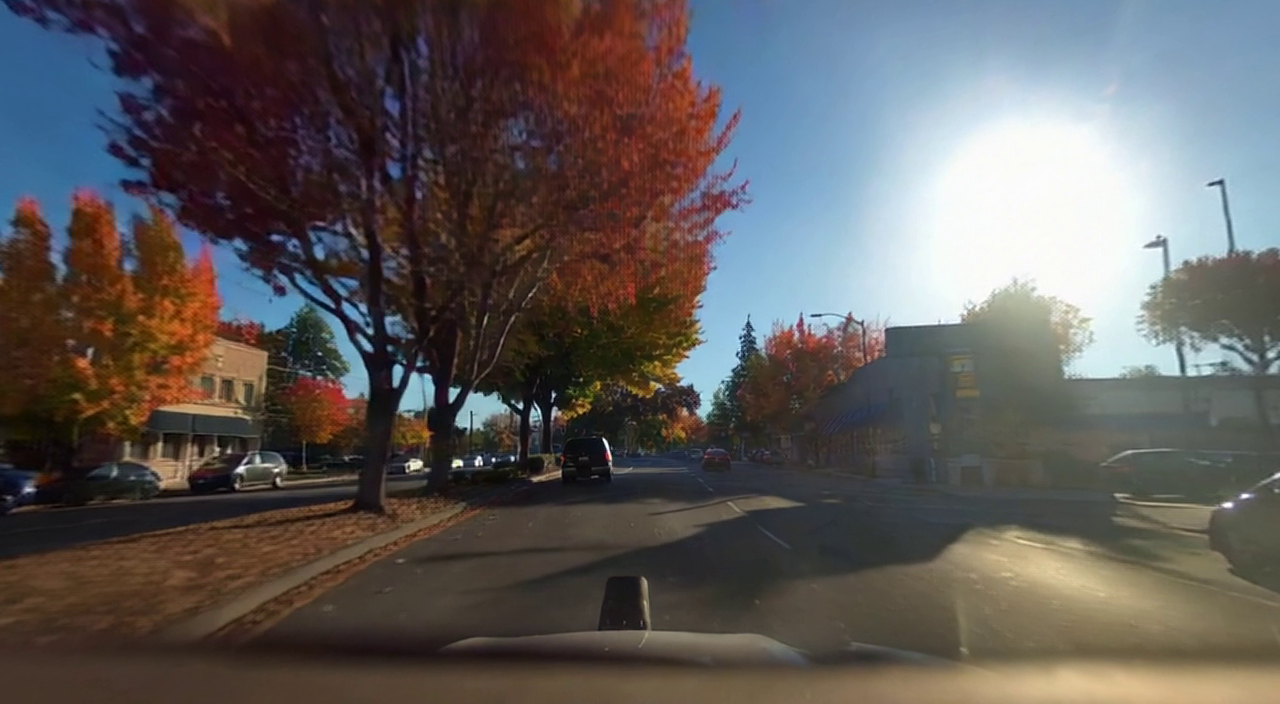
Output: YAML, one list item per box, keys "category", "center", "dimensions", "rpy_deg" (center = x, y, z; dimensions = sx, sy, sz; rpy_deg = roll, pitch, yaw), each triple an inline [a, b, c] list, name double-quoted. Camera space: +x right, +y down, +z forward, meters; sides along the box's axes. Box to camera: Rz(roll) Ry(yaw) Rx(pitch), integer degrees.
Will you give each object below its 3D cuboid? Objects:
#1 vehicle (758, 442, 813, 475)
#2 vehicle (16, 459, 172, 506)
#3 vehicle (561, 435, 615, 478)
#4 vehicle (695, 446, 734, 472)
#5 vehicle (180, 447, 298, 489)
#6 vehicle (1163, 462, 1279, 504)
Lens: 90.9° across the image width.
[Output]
- category: "vehicle"
  center: [8.086, 5.937, 35.475]
  dimensions: [2.040, 1.738, 4.414]
  rpy_deg: [0, -8, 0]
- category: "vehicle"
  center: [-18.841, 4.489, 22.056]
  dimensions: [1.737, 1.349, 4.014]
  rpy_deg: [0, -8, 3]
- category: "vehicle"
  center: [-2.367, 4.930, 30.067]
  dimensions: [2.344, 1.863, 4.665]
  rpy_deg: [0, -8, -2]
- category: "vehicle"
  center: [4.486, 6.536, 38.733]
  dimensions: [1.886, 1.464, 4.290]
  rpy_deg: [0, -8, 0]
- category: "vehicle"
  center: [-18.781, 5.407, 29.924]
  dimensions: [1.914, 1.785, 5.408]
  rpy_deg: [0, -8, 2]
- category: "vehicle"
  center: [28.022, 6.047, 29.262]
  dimensions: [5.680, 1.772, 2.071]
  rpy_deg: [0, -8, -2]
